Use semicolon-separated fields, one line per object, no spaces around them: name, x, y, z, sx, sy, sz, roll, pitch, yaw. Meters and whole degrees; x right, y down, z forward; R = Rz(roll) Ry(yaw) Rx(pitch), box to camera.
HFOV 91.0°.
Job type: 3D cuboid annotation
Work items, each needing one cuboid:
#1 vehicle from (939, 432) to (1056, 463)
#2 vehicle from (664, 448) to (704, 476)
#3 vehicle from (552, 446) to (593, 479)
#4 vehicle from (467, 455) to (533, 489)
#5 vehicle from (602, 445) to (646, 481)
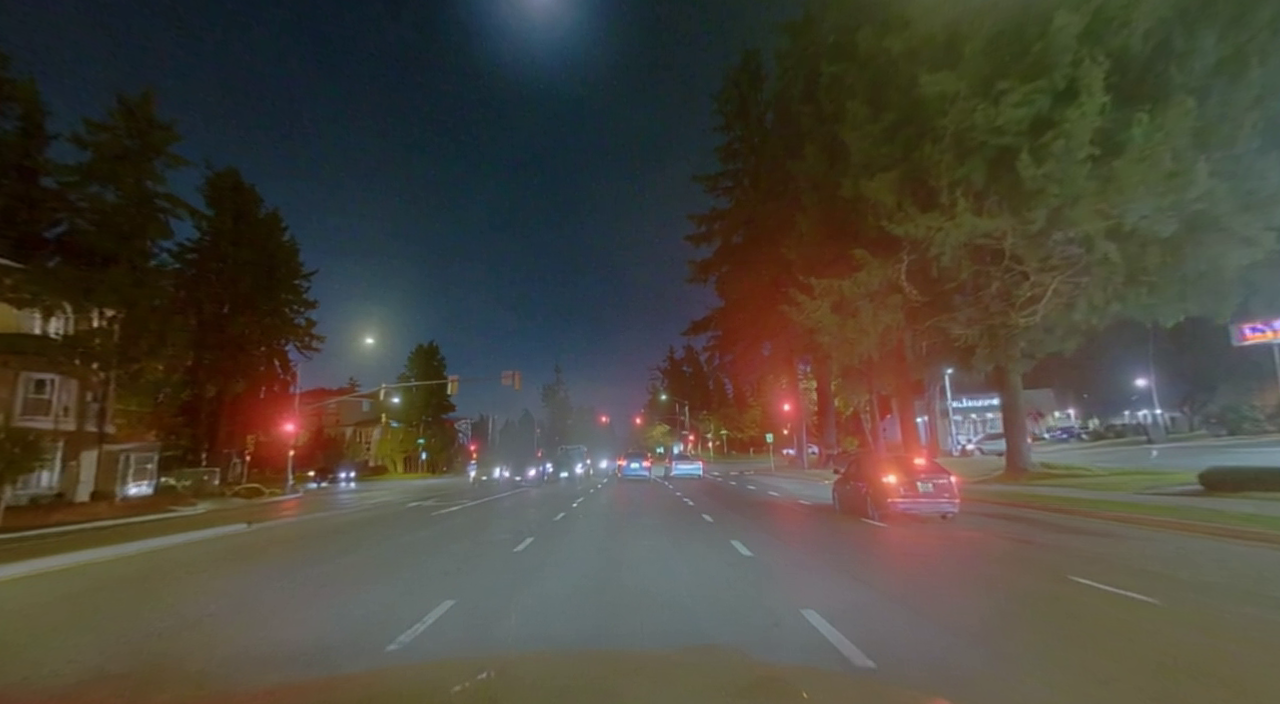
vehicle;18.011;4.850;31.859;4.660;1.462;2.034;0;-9;0
vehicle;2.762;7.042;40.429;2.103;1.647;4.318;0;-9;-2
vehicle;-3.999;6.611;37.840;2.139;1.851;3.970;0;-9;-2
vehicle;-6.333;5.467;28.973;2.033;1.442;4.668;0;-9;-1
vehicle;-0.782;5.808;33.031;2.146;1.742;4.095;0;-9;0
